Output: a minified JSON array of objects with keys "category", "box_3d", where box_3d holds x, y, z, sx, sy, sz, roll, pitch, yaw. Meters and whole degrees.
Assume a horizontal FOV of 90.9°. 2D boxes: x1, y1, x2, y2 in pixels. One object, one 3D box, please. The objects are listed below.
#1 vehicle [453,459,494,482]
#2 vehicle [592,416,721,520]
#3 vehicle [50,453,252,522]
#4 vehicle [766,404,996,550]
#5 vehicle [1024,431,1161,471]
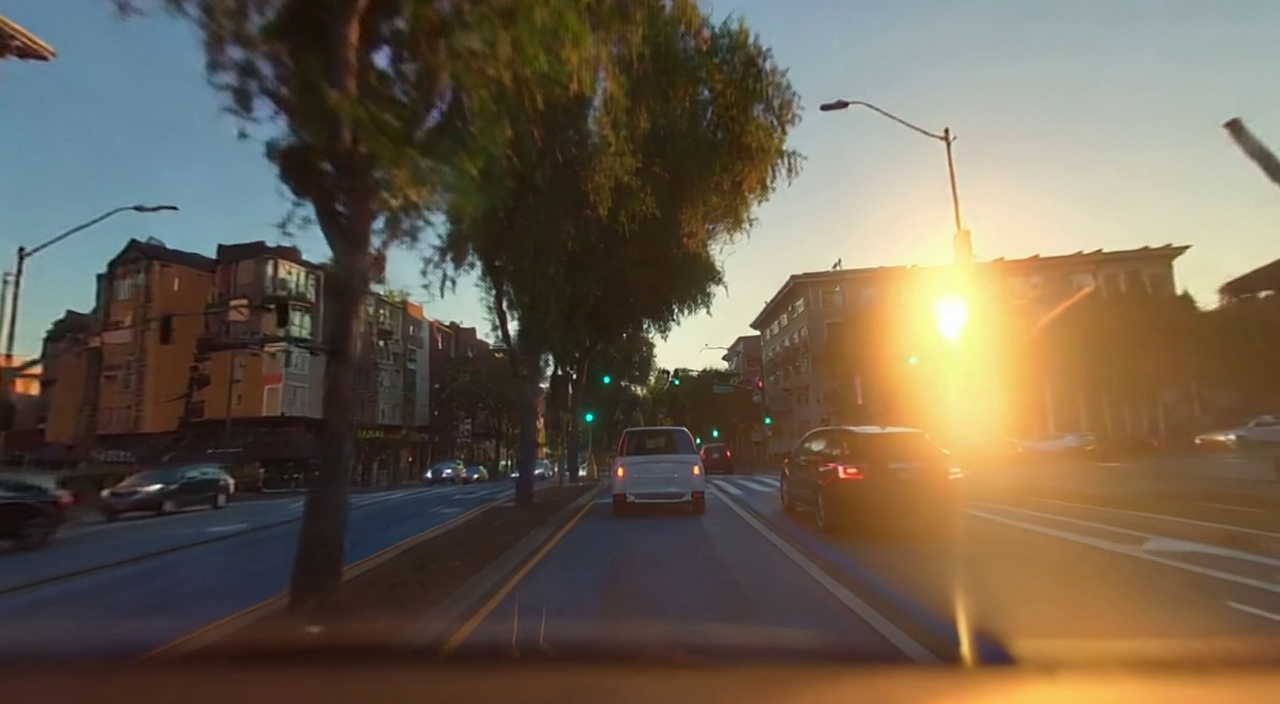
[{"category":"vehicle","box_3d":[-13.152,9.319,49.957,2.035,1.619,4.327,0,-9,0]},{"category":"vehicle","box_3d":[0.306,2.291,12.915,2.209,1.748,4.130,0,-9,1]},{"category":"vehicle","box_3d":[-17.504,4.814,23.243,2.267,2.097,6.350,-1,-8,1]},{"category":"vehicle","box_3d":[3.325,1.819,9.732,1.939,1.746,4.091,0,-8,0]},{"category":"vehicle","box_3d":[19.078,4.185,26.761,4.248,1.642,1.961,0,-8,0]}]
